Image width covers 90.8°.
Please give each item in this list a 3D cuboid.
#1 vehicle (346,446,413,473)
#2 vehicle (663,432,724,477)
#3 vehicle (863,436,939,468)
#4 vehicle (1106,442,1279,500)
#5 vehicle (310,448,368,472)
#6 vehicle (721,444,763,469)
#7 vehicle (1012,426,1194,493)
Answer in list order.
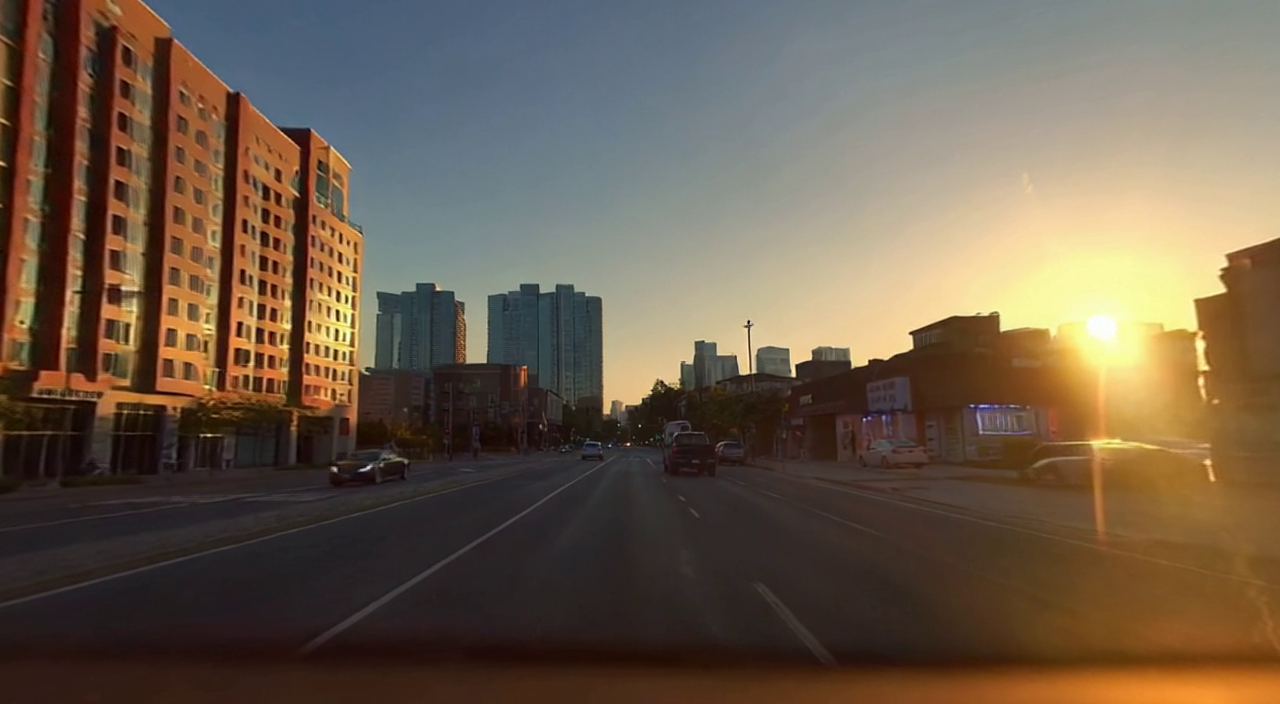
[{"bbox_3d":[-15.415,6.365,37.647,2.019,1.471,4.513,0,-9,0],"label":"vehicle"},{"bbox_3d":[2.238,4.472,27.834,2.130,1.787,5.126,0,-9,-1],"label":"vehicle"},{"bbox_3d":[14.418,5.549,35.194,1.975,1.648,4.451,1,-8,-5],"label":"vehicle"},{"bbox_3d":[17.125,3.583,19.586,1.933,1.463,4.205,-2,-8,-3],"label":"vehicle"},{"bbox_3d":[-20.645,7.400,43.534,1.843,1.551,4.221,0,-9,1],"label":"vehicle"},{"bbox_3d":[6.289,6.508,39.483,1.795,1.459,4.333,0,-9,-2],"label":"vehicle"},{"bbox_3d":[14.218,3.365,19.916,2.019,1.819,4.909,0,-9,1],"label":"vehicle"}]
